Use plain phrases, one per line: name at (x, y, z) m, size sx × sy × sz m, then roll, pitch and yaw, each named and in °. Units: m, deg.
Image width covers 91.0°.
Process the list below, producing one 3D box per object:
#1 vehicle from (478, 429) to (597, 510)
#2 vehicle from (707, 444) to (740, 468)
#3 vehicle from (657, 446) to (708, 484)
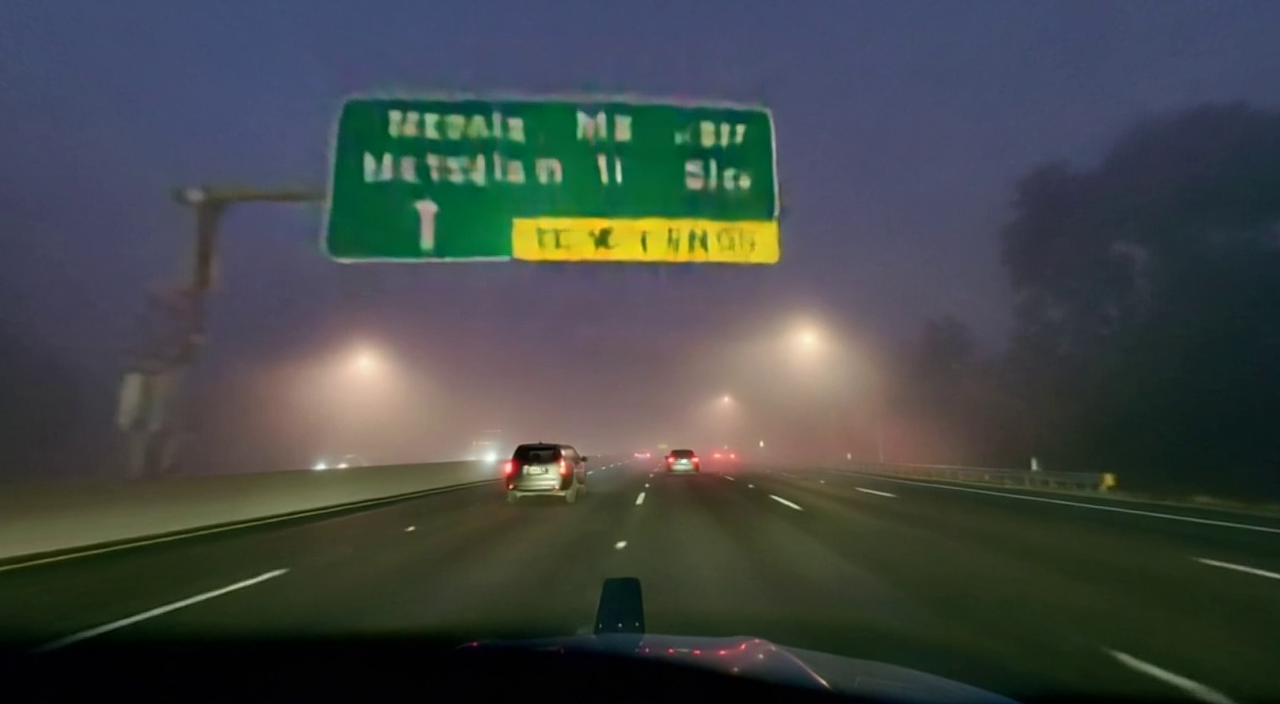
vehicle at (-2.371, 2.894, 15.874) m, size 2.142 × 1.724 × 4.344 m, roll 0°, pitch -9°, yaw 2°
vehicle at (6.293, 7.888, 47.898) m, size 1.975 × 1.650 × 4.257 m, roll 0°, pitch -9°, yaw 1°
vehicle at (1.742, 4.790, 26.998) m, size 2.004 × 1.471 × 4.032 m, roll 0°, pitch -9°, yaw 2°
